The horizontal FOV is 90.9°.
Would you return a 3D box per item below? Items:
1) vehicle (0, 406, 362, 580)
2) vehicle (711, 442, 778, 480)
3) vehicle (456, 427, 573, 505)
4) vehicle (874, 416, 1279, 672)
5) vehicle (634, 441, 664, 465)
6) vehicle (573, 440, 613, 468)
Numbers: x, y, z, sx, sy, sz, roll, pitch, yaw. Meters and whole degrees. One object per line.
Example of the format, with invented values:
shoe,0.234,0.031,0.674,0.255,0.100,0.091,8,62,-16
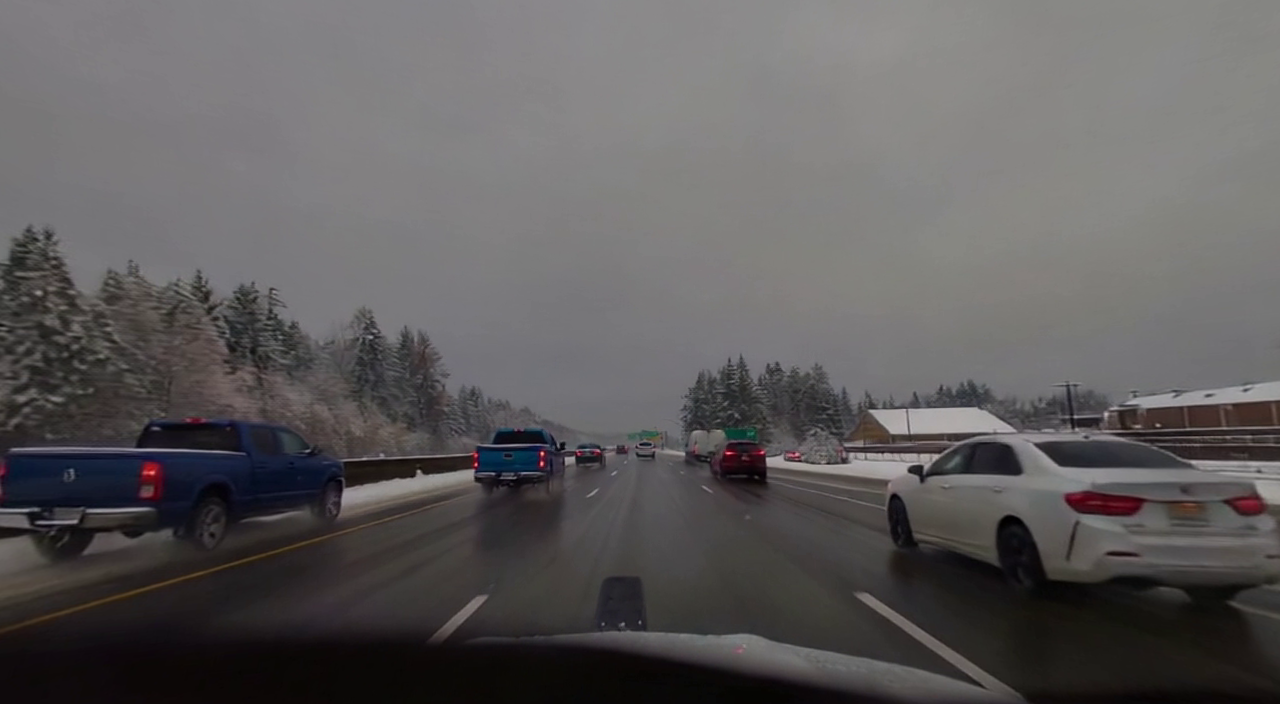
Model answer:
vehicle,-6.487,1.855,9.251,2.428,1.812,5.131,0,-8,1
vehicle,4.409,4.649,27.253,2.072,1.456,4.537,0,-8,-1
vehicle,-3.126,2.958,16.812,2.146,1.775,4.553,0,-8,1
vehicle,4.145,1.466,6.030,2.111,1.498,4.466,0,-8,0
vehicle,0.657,7.393,46.312,2.080,1.682,4.150,0,-8,0
vehicle,-3.048,6.754,42.035,2.209,1.714,4.576,0,-8,1
